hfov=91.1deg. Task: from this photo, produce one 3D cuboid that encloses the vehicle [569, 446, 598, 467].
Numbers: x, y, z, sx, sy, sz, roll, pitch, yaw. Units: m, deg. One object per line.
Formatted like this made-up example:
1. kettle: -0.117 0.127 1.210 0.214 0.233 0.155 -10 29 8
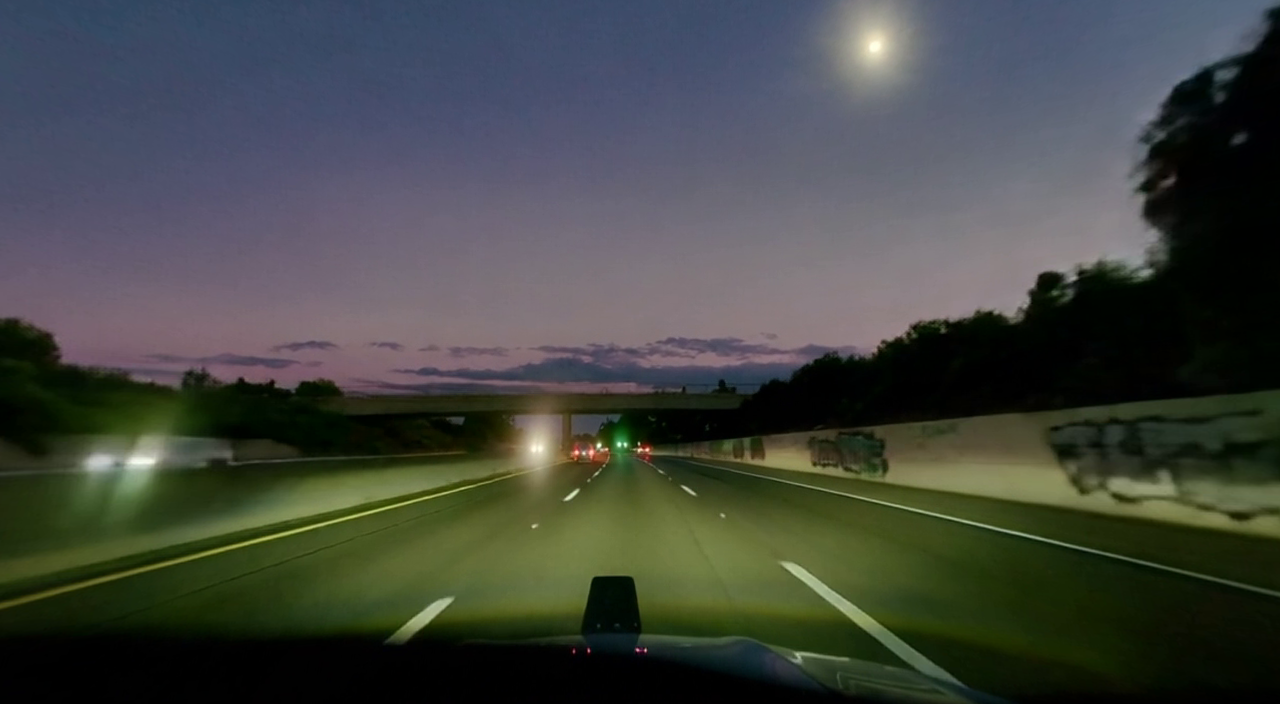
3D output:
1. vehicle: -4.068 7.608 45.736 1.871 1.459 3.771 0 -9 -1
